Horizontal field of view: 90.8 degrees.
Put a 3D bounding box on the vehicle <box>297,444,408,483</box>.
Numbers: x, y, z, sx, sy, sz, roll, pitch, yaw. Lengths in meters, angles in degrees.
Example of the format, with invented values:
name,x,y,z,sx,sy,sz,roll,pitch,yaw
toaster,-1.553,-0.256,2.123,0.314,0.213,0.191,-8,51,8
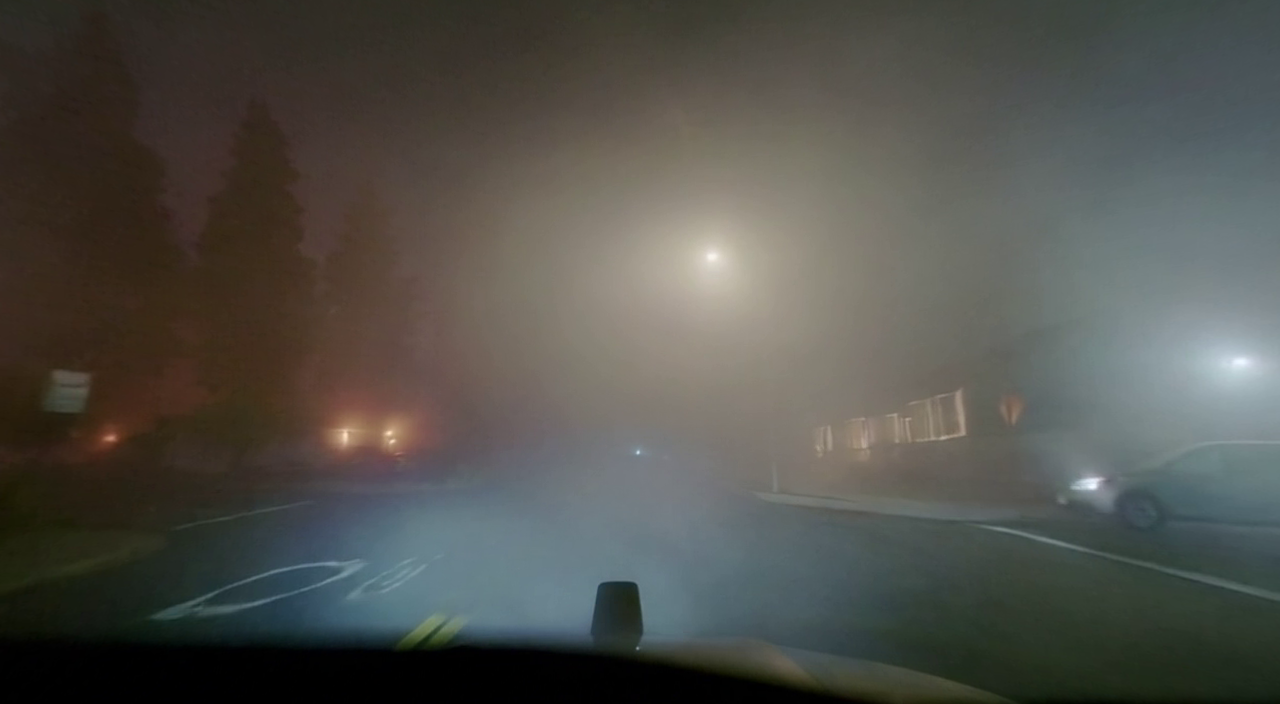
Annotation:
name,x,y,z,sx,sy,sz,roll,pitch,yaw
vehicle,-14.809,5.715,32.795,2.066,1.852,4.782,-6,-10,34

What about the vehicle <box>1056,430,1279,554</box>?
name,x,y,z,sx,sy,sz,roll,pitch,yaw
vehicle,10.515,2.402,11.195,4.854,1.771,2.123,-12,-12,27

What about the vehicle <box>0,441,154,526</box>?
name,x,y,z,sx,sy,sz,roll,pitch,yaw
vehicle,-15.821,3.361,16.713,6.072,1.882,2.277,-5,-10,29

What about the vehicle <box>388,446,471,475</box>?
name,x,y,z,sx,sy,sz,roll,pitch,yaw
vehicle,-14.089,7.209,42.266,5.275,1.807,2.279,-5,-10,29
